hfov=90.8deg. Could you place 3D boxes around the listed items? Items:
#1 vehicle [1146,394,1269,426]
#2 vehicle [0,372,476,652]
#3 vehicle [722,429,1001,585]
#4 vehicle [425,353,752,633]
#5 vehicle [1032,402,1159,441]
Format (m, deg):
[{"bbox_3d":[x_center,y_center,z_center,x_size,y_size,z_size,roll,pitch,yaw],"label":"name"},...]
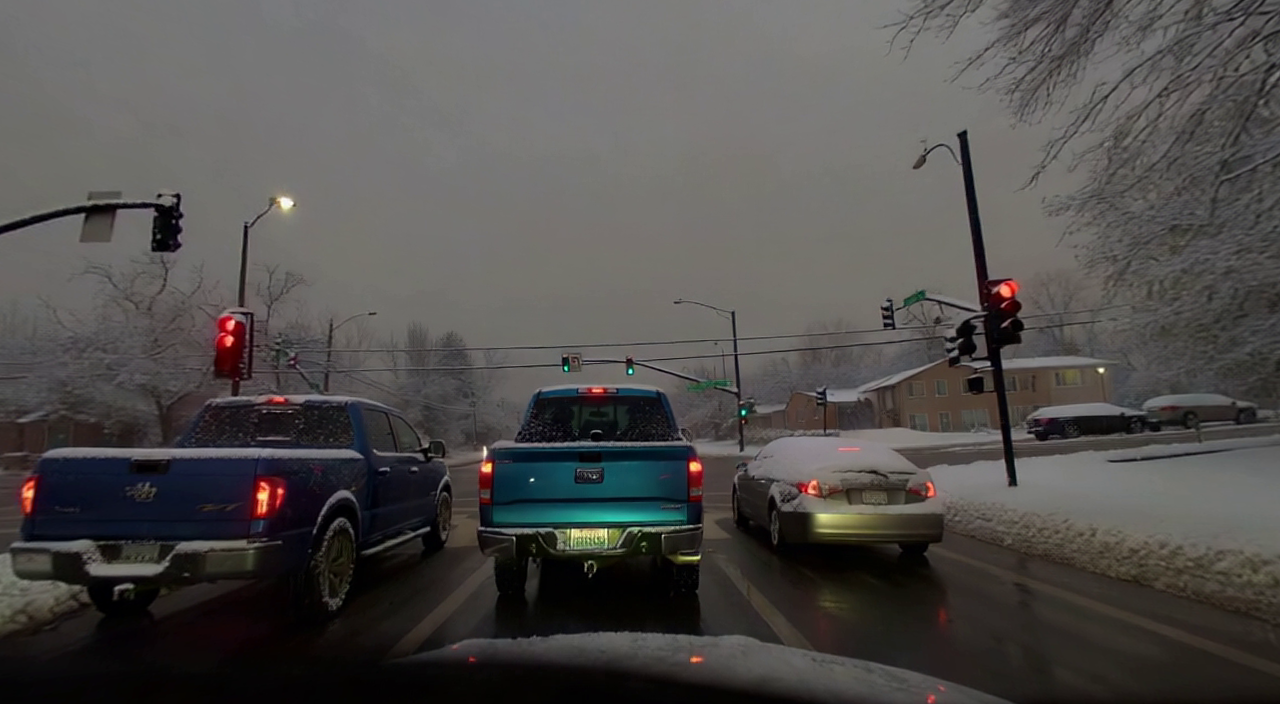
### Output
[{"bbox_3d":[29.278,3.038,32.678,4.540,1.543,1.803,0,-9,1],"label":"vehicle"},{"bbox_3d":[-3.453,1.427,6.803,2.146,1.828,5.148,0,-9,-2],"label":"vehicle"},{"bbox_3d":[2.415,1.814,8.283,2.016,1.481,4.336,0,-9,-1],"label":"vehicle"},{"bbox_3d":[-0.391,1.308,6.731,2.282,1.964,4.421,0,-9,-1],"label":"vehicle"},{"bbox_3d":[23.303,3.596,32.470,4.721,1.866,2.188,0,-9,2],"label":"vehicle"}]
